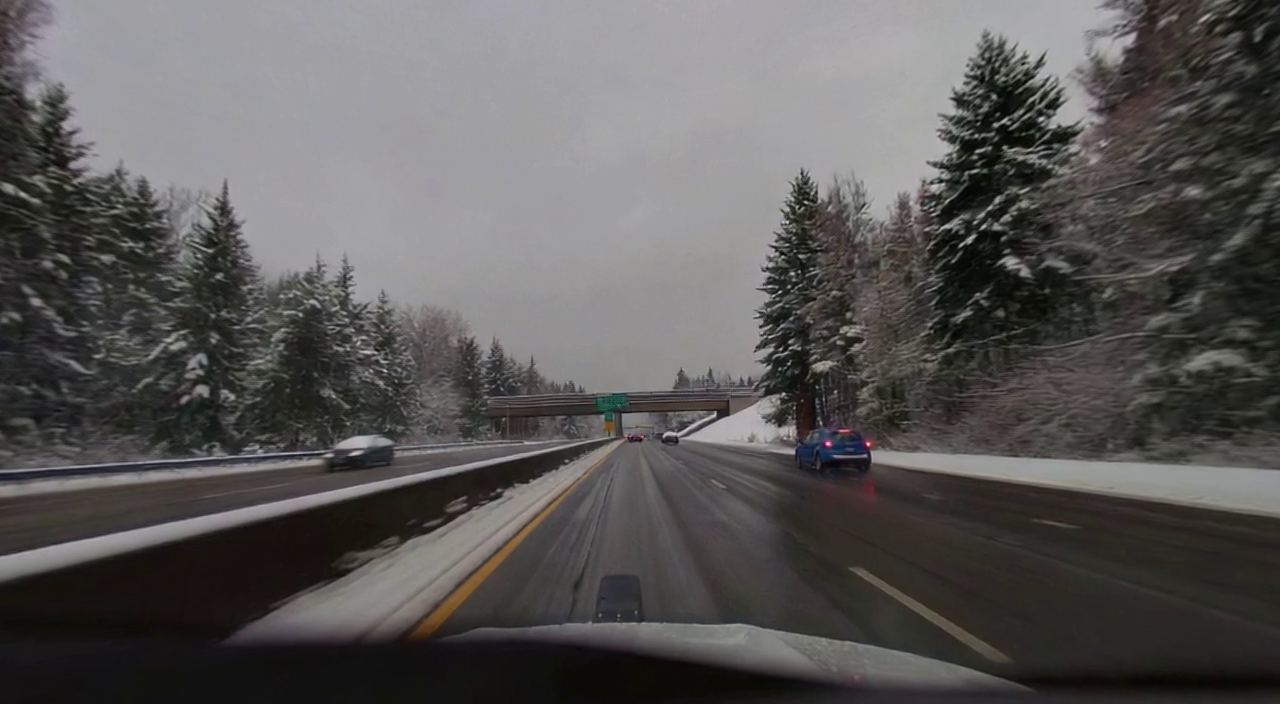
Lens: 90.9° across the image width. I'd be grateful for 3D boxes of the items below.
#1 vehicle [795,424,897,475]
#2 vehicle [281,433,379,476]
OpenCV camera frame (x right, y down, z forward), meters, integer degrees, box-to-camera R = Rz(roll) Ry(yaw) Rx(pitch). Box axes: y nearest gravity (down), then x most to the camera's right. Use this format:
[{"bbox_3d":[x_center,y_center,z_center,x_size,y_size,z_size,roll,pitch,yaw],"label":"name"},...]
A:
[{"bbox_3d":[6.991,3.334,21.865,1.940,1.578,4.122,0,-8,-3],"label":"vehicle"},{"bbox_3d":[-12.841,4.253,26.467,1.932,1.630,4.386,0,-8,-1],"label":"vehicle"}]
